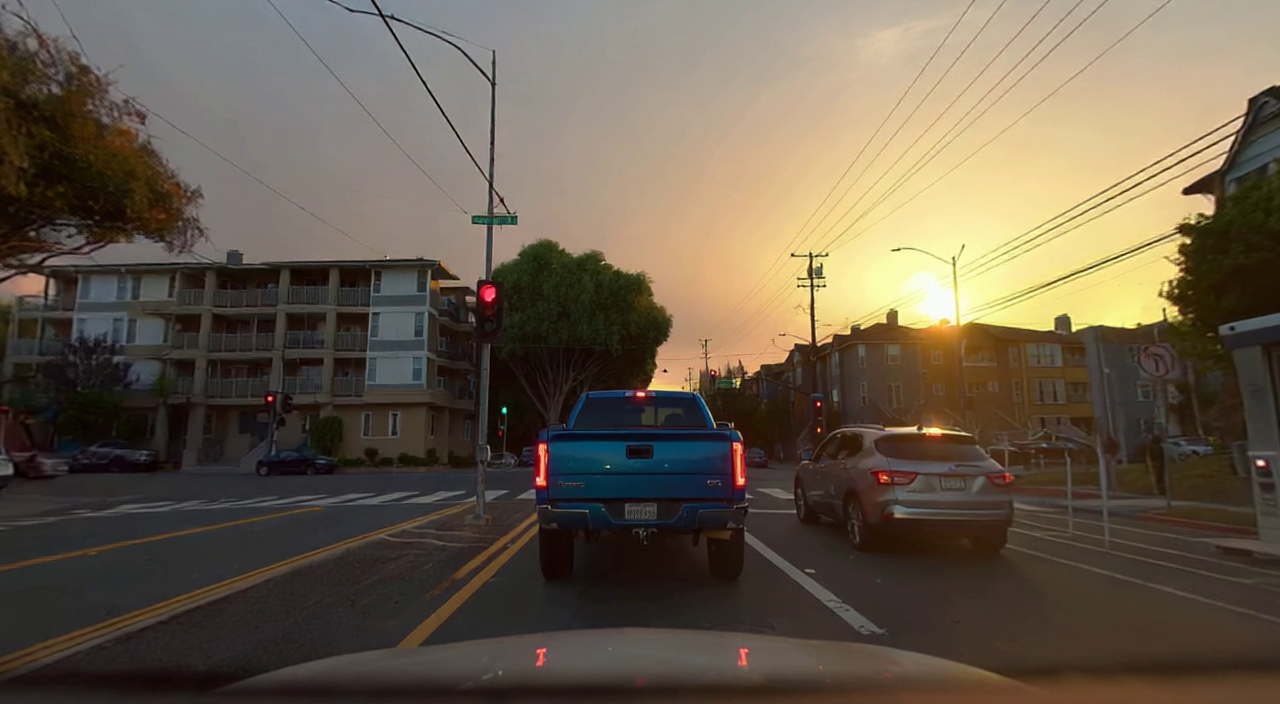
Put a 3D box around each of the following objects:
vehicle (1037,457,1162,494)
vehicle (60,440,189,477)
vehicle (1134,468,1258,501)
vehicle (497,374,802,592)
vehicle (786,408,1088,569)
[{"bbox_3d":[21.892,5.875,30.154,4.498,1.618,1.843,0,-8,0],"label":"vehicle"},{"bbox_3d":[-24.848,5.140,30.468,4.563,1.692,1.778,0,-8,-1],"label":"vehicle"},{"bbox_3d":[26.369,6.280,29.990,4.071,1.388,1.884,0,-8,1],"label":"vehicle"},{"bbox_3d":[0.110,1.552,8.301,2.738,1.959,5.070,0,-8,1],"label":"vehicle"},{"bbox_3d":[3.840,1.860,9.399,2.131,1.759,4.762,0,-8,-1],"label":"vehicle"}]
